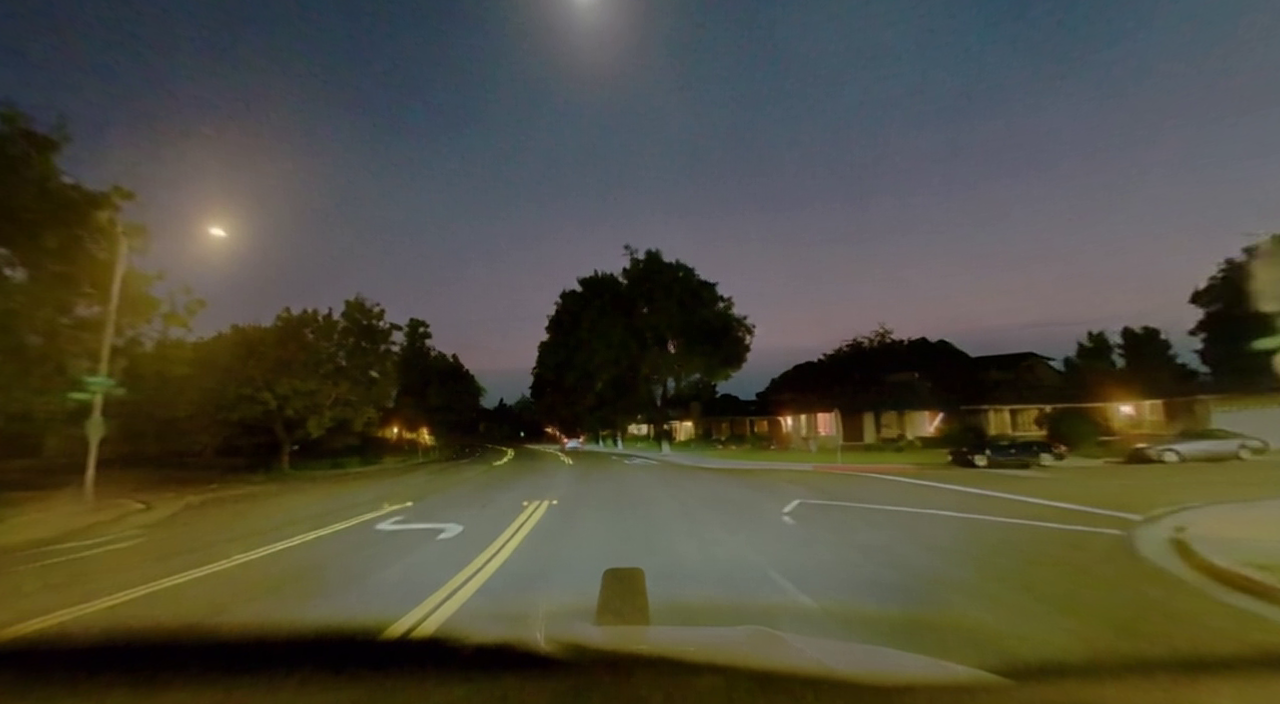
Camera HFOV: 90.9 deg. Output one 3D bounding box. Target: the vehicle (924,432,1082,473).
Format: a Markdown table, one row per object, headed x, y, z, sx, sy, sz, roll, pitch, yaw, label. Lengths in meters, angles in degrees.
| x | y | z | sx | sy | sz | roll | pitch | yaw | label |
| --- | --- | --- | --- | --- | --- | --- | --- | --- | --- |
| 13.486 | 3.751 | 23.691 | 4.737 | 1.447 | 1.766 | -2 | -8 | 10 | vehicle |

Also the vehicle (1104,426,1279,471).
| x | y | z | sx | sy | sz | roll | pitch | yaw | label |
| --- | --- | --- | --- | --- | --- | --- | --- | --- | --- |
| 19.727 | 3.417 | 22.304 | 4.795 | 1.468 | 1.945 | -2 | -8 | 14 | vehicle |
